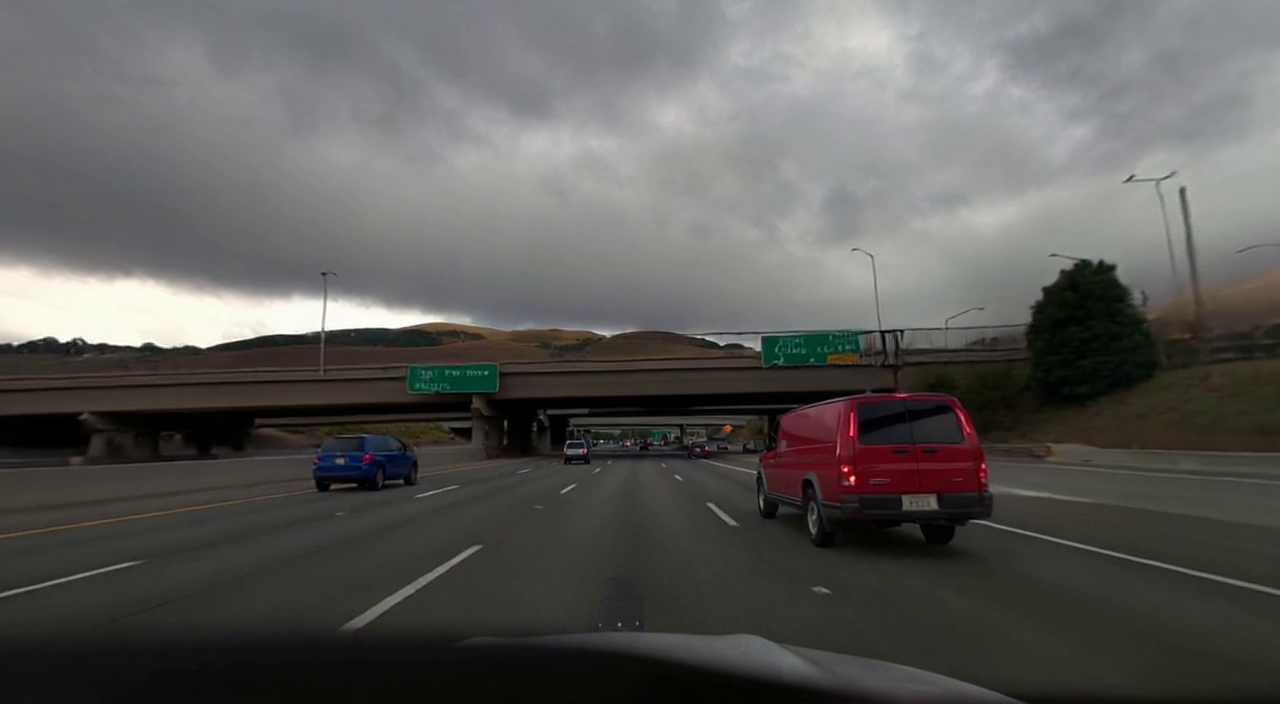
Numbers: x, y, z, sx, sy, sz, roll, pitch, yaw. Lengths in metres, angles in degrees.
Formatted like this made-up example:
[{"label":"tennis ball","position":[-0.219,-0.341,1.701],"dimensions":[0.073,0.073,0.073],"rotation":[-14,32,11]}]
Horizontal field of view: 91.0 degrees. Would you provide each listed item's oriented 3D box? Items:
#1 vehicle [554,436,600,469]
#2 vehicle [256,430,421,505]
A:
[{"label":"vehicle","position":[-3.694,6.028,37.841],"dimensions":[2.144,1.847,4.850],"rotation":[0,-8,1]},{"label":"vehicle","position":[-7.766,3.016,16.886],"dimensions":[2.092,1.712,4.627],"rotation":[0,-8,0]}]
